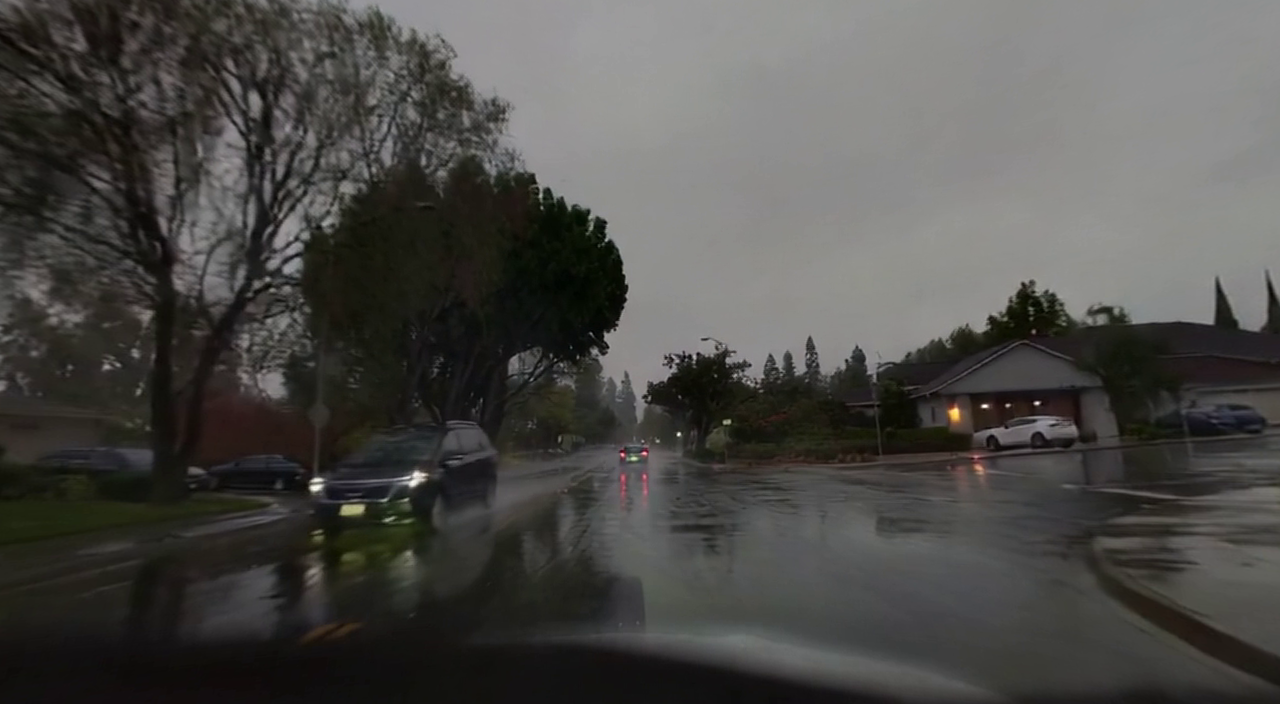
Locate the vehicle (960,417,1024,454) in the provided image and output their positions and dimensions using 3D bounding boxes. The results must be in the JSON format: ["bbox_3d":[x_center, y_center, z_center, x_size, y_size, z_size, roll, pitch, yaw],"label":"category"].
[{"bbox_3d":[16.927,4.004,30.607,1.979,1.434,4.607,-7,-7,21],"label":"vehicle"}]

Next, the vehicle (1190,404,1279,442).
[{"bbox_3d":[25.381,2.949,26.742,1.603,1.430,3.662,-3,-5,15],"label":"vehicle"}]

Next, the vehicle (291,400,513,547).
[{"bbox_3d":[-4.404,2.342,12.920,2.451,2.182,5.485,-4,-8,-1],"label":"vehicle"}]

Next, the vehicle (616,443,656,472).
[{"bbox_3d":[-0.196,5.796,35.015,2.098,1.483,4.099,0,-8,0],"label":"vehicle"}]

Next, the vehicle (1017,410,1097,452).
[{"bbox_3d":[19.520,3.662,29.815,2.114,1.677,4.707,-4,-5,22],"label":"vehicle"}]

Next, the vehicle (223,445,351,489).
[{"bbox_3d":[-14.948,4.875,26.908,4.223,1.753,2.134,-1,-8,6],"label":"vehicle"}]
